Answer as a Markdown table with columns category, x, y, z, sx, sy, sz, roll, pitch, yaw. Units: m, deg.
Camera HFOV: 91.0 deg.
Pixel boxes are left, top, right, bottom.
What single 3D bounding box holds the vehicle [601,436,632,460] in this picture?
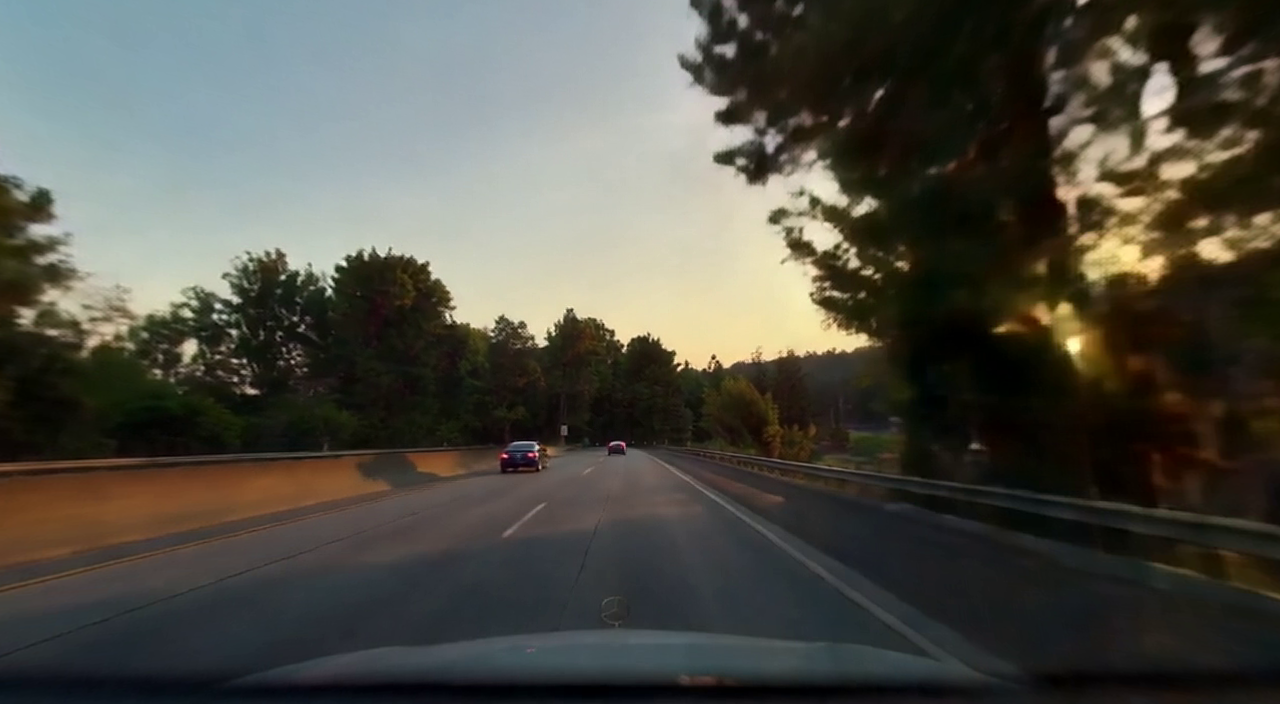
| category | x | y | z | sx | sy | sz | roll | pitch | yaw |
| --- | --- | --- | --- | --- | --- | --- | --- | --- | --- |
| vehicle | -1.689 | 7.073 | 46.546 | 2.159 | 1.670 | 4.395 | 0 | -8 | -1 |

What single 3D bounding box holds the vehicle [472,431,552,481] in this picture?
| category | x | y | z | sx | sy | sz | roll | pitch | yaw |
| --- | --- | --- | --- | --- | --- | --- | --- | --- | --- |
| vehicle | -4.621 | 3.819 | 23.426 | 2.111 | 1.645 | 4.382 | 0 | -8 | 0 |
